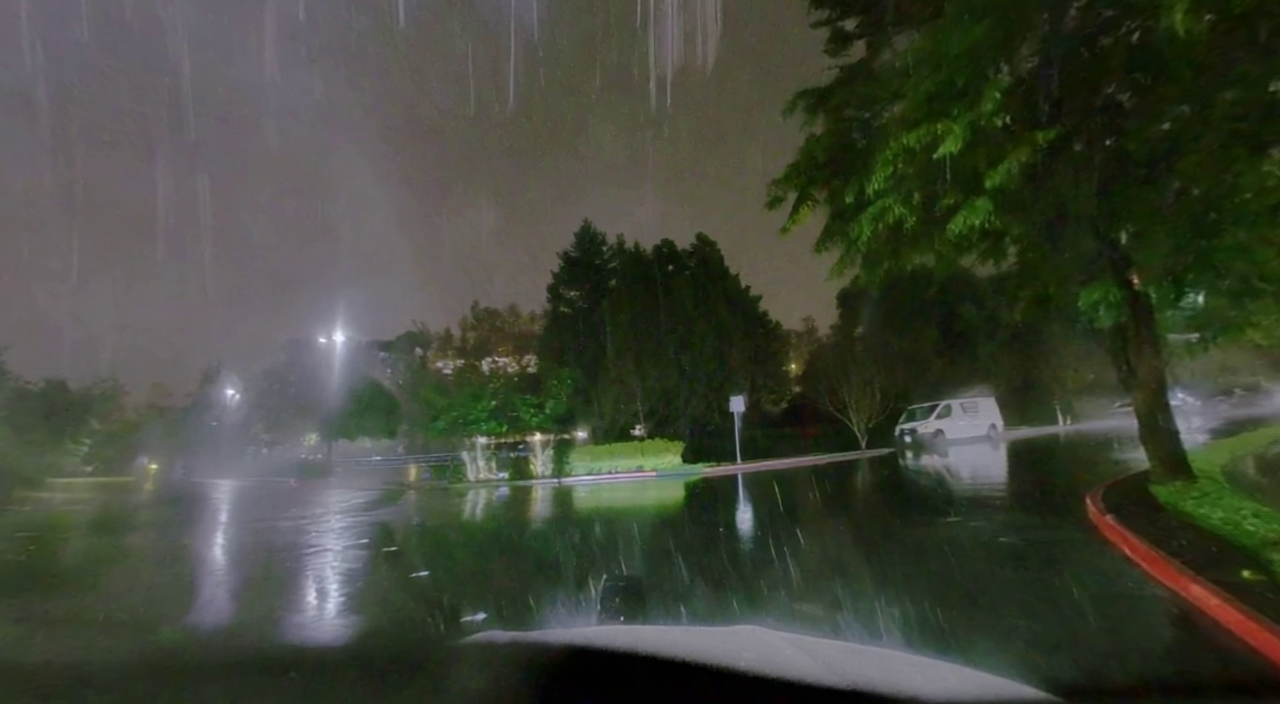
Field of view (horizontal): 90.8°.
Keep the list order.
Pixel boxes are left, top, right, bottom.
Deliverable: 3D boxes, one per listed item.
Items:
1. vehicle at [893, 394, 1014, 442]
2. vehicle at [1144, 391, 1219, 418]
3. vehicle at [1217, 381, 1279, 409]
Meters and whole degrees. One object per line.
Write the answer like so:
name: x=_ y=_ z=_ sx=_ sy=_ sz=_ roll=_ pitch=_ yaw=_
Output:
vehicle: x=15.669 y=3.378 z=31.560 sx=5.547 sy=2.193 sz=2.433 roll=4 pitch=-10 yaw=-27
vehicle: x=35.779 y=3.516 z=41.697 sx=4.383 sy=1.525 sz=2.038 roll=4 pitch=-10 yaw=-26
vehicle: x=45.045 y=3.179 z=46.400 sx=4.912 sy=1.741 sz=2.360 roll=6 pitch=-7 yaw=-28
